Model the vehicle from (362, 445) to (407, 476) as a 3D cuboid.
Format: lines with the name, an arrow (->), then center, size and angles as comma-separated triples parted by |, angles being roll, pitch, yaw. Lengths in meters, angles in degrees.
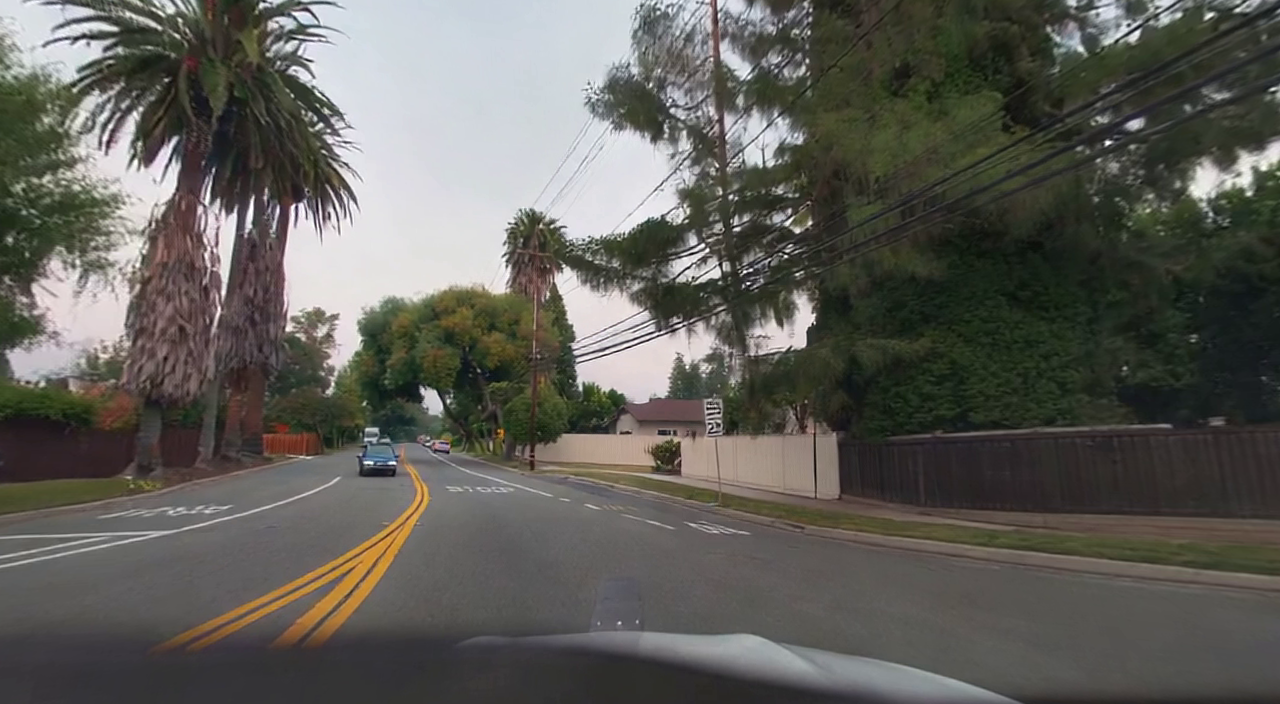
vehicle -> -13.676, 5.766, 33.965 | 2.061, 1.510, 4.457 | 3, -9, -20
